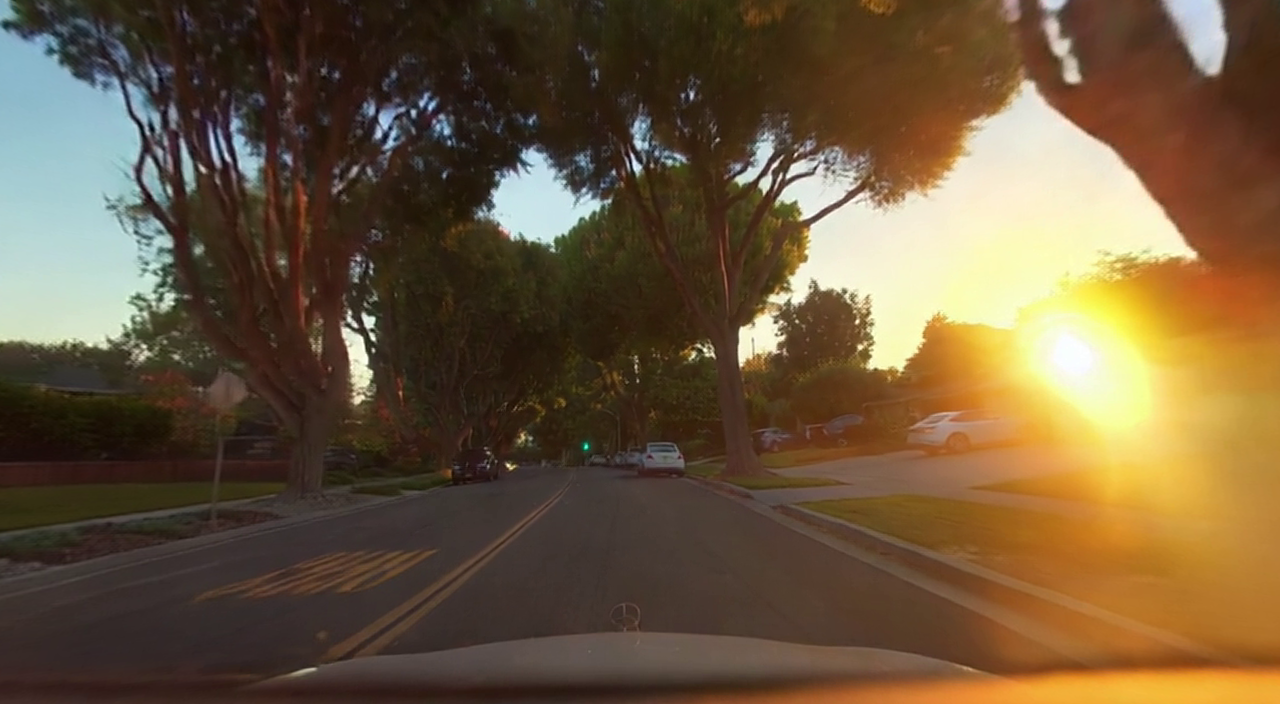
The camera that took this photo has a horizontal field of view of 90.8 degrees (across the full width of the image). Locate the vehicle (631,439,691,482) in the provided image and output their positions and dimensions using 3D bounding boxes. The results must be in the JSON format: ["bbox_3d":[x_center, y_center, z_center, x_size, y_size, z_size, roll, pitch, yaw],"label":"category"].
[{"bbox_3d":[0.911,5.077,30.003,2.229,1.826,4.611,0,-8,-6],"label":"vehicle"}]

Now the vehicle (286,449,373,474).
[{"bbox_3d":[-18.956,6.679,38.611,4.527,1.466,1.880,-2,-9,11],"label":"vehicle"}]

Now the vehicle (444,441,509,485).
[{"bbox_3d":[-7.368,4.989,28.979,2.155,1.729,4.799,0,-7,-6],"label":"vehicle"}]

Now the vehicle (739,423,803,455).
[{"bbox_3d":[8.308,5.512,39.890,2.100,1.857,4.611,-7,-10,37],"label":"vehicle"}]

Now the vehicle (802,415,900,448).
[{"bbox_3d":[11.202,4.294,33.825,4.639,1.634,2.005,-2,-8,10],"label":"vehicle"}]

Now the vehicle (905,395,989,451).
[{"bbox_3d":[11.139,2.704,23.263,1.880,1.626,4.495,-2,-12,15],"label":"vehicle"}]
